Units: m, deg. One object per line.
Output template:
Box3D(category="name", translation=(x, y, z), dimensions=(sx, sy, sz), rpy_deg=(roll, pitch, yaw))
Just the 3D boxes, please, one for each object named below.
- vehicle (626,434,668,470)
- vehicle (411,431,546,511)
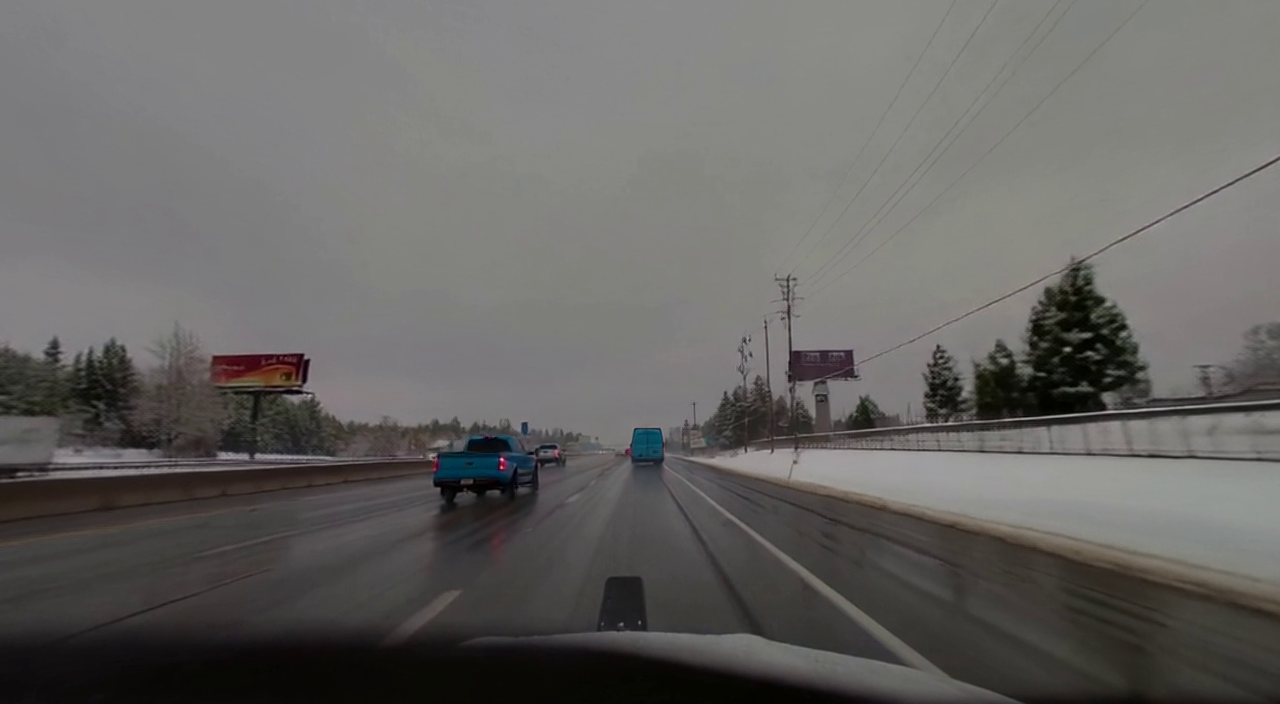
Box3D(category="vehicle", translation=(0.458, 6.799, 42.799), dimensions=(2.692, 2.279, 5.695), rpy_deg=(0, -9, 0))
Box3D(category="vehicle", translation=(-3.921, 2.972, 16.232), dimensions=(2.145, 1.730, 4.729), rpy_deg=(0, -9, 1))
